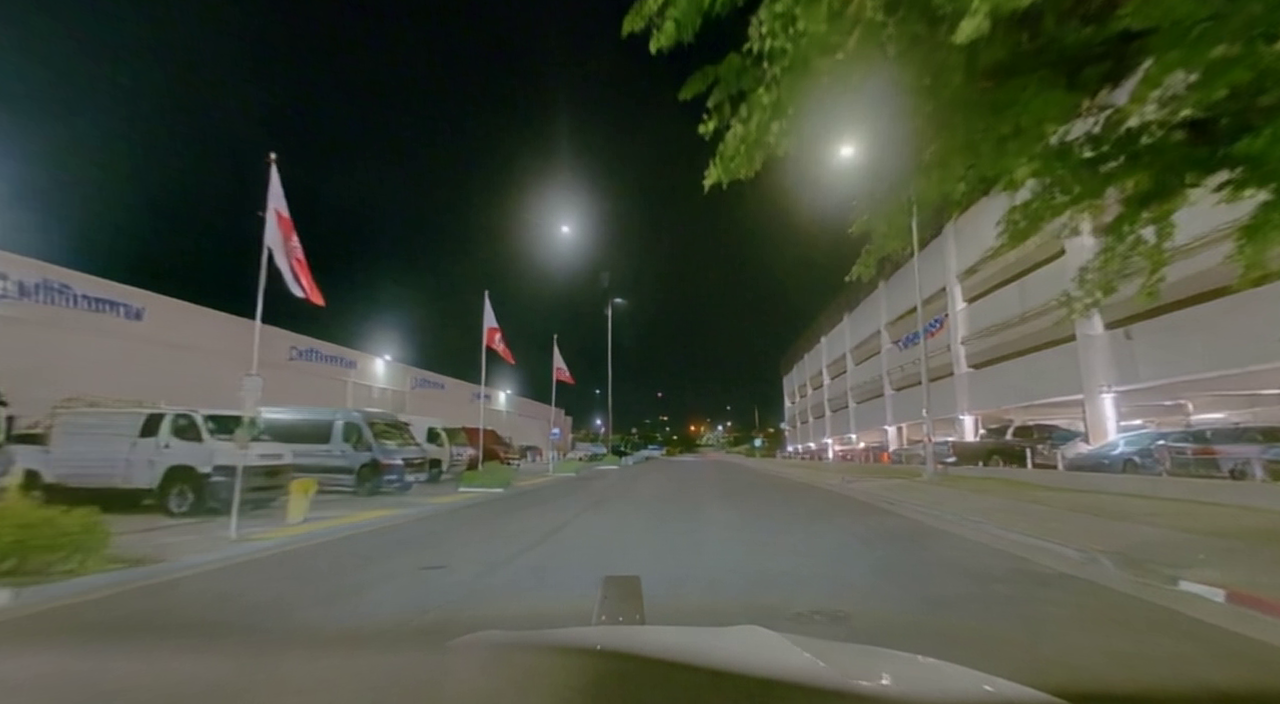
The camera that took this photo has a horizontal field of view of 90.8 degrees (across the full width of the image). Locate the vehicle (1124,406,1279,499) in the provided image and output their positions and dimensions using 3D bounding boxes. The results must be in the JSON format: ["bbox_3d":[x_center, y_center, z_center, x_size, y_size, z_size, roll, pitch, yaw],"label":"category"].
[{"bbox_3d":[13.076,2.099,13.461,4.766,1.676,2.167,3,-9,-23],"label":"vehicle"}]

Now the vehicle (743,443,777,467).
[{"bbox_3d":[8.952,7.707,47.404,2.026,1.659,4.314,-1,-8,5],"label":"vehicle"}]

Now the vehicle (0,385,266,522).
[{"bbox_3d":[-10.868,1.810,11.783,6.505,2.227,2.242,-1,-7,5],"label":"vehicle"}]
